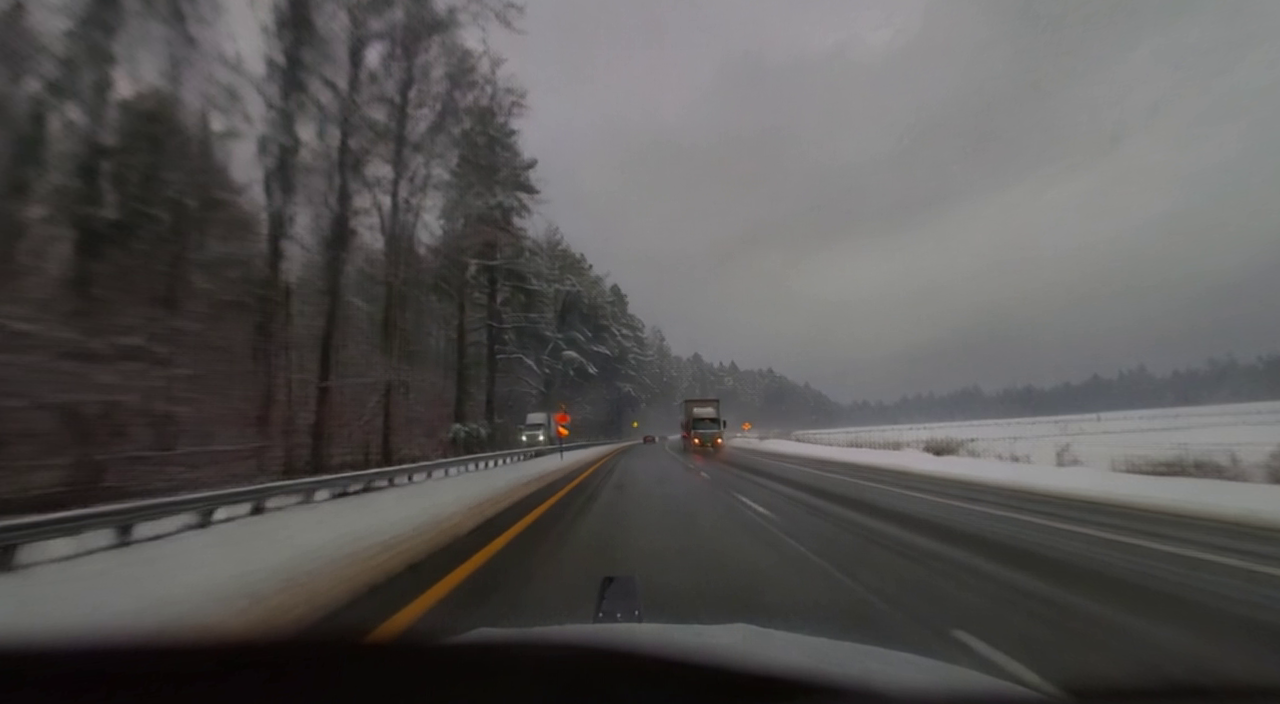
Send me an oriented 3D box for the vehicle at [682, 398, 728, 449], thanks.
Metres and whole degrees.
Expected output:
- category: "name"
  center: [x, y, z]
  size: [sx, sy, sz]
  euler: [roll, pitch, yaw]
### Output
- category: "vehicle"
  center: [4.535, 5.130, 44.658]
  size: [2.749, 3.357, 4.979]
  euler: [0, -8, 1]
